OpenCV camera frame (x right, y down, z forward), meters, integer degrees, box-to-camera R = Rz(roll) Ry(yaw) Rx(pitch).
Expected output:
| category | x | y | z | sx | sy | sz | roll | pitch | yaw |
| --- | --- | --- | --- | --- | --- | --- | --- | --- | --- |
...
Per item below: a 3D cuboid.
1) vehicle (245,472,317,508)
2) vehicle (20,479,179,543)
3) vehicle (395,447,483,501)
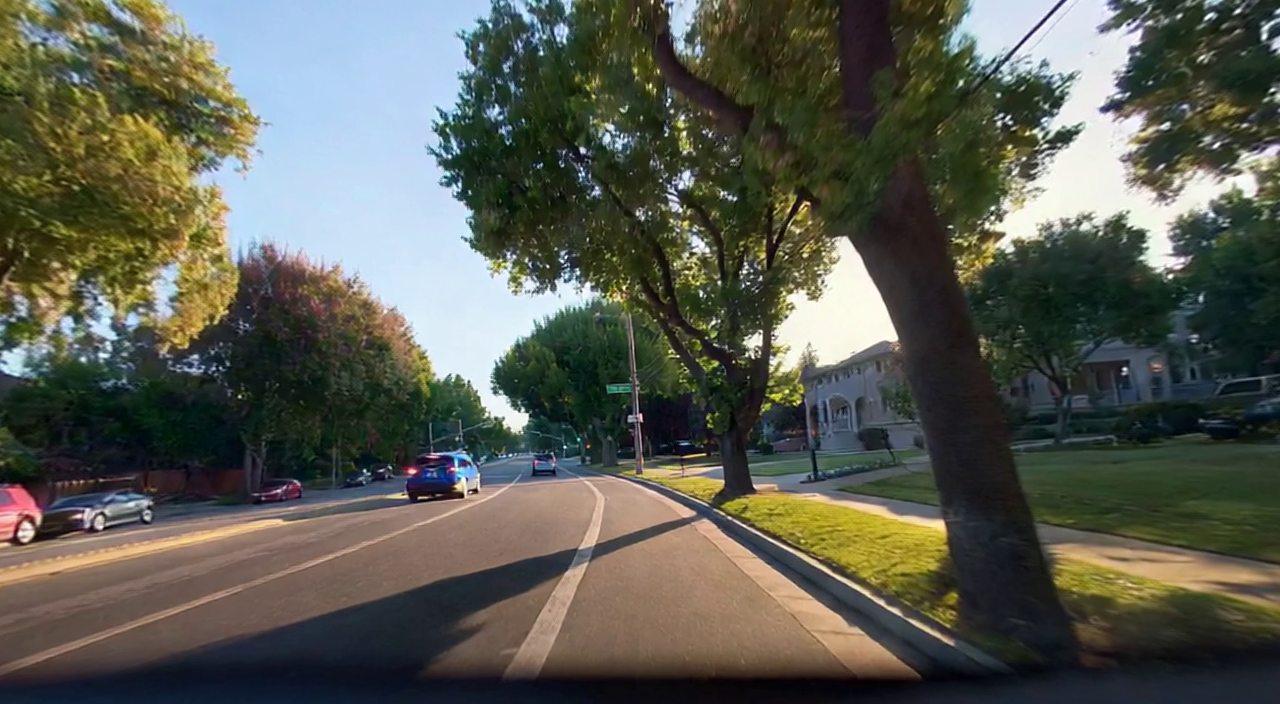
| category | x | y | z | sx | sy | sz | roll | pitch | yaw |
| --- | --- | --- | --- | --- | --- | --- | --- | --- | --- |
| vehicle | -19.648 | 7.539 | 34.789 | 1.874 | 1.392 | 4.633 | -5 | -8 | -10 |
| vehicle | -17.279 | 5.047 | 20.528 | 1.898 | 1.477 | 4.184 | -2 | -8 | -8 |
| vehicle | -7.244 | 4.406 | 23.313 | 2.097 | 1.755 | 4.336 | 0 | -9 | -4 |
